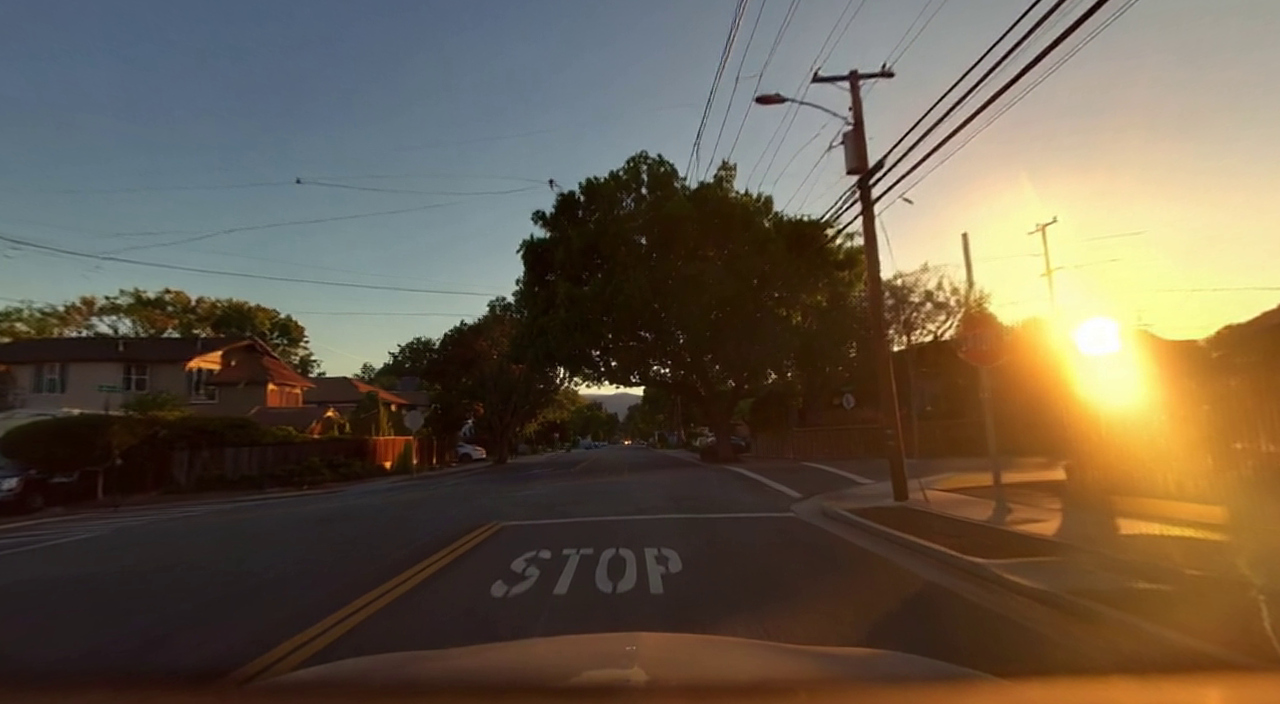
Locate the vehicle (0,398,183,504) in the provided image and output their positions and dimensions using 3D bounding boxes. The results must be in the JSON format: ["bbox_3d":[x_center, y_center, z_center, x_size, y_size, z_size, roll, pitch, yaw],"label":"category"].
[{"bbox_3d":[-20.076,3.830,23.457,2.842,3.181,8.576,6,-12,-22],"label":"vehicle"}]
